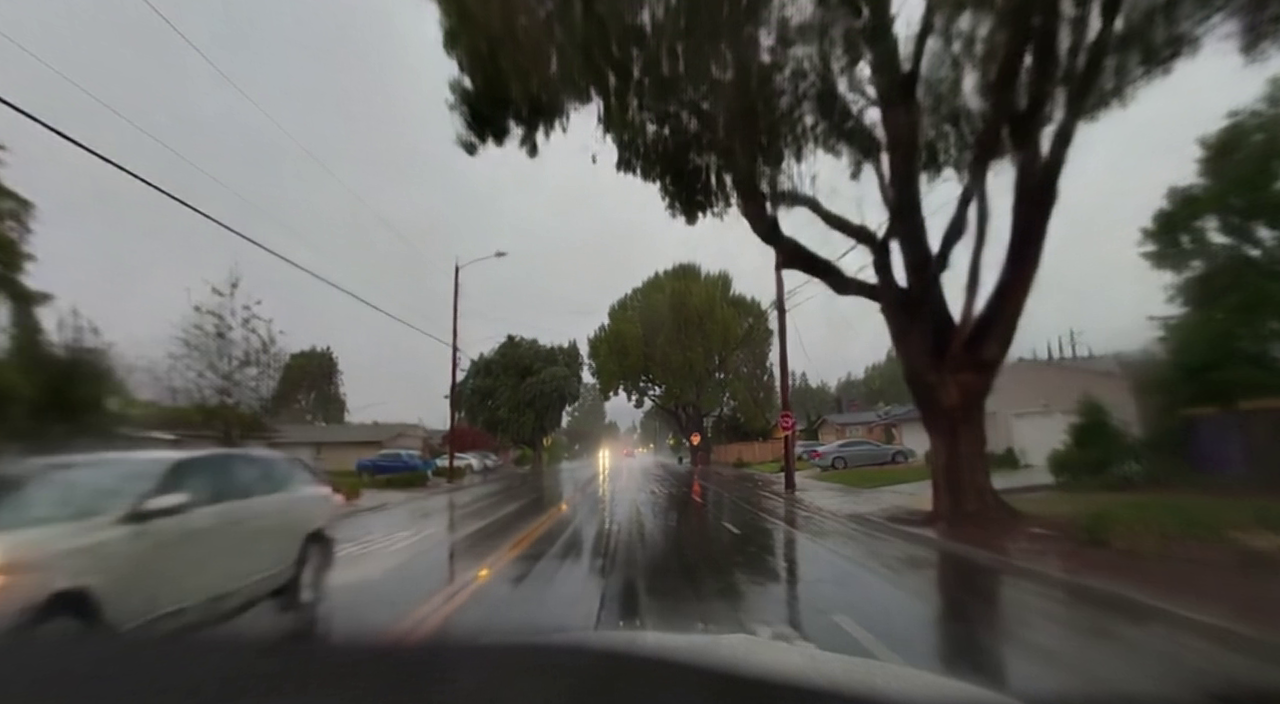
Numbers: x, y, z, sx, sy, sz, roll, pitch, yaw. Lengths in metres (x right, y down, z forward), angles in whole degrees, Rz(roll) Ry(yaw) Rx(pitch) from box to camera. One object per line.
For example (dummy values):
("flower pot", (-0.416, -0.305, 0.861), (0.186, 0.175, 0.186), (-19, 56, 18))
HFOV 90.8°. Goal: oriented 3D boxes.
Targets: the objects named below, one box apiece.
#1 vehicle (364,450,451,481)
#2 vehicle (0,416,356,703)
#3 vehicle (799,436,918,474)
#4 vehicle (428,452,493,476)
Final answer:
("vehicle", (-13.119, 6.420, 35.863), (4.207, 1.648, 1.956), (1, -9, -6))
("vehicle", (-3.821, 1.315, 4.273), (1.935, 1.595, 3.972), (0, -9, 0))
("vehicle", (10.509, 4.993, 30.631), (4.908, 1.537, 2.065), (-1, -9, -6))
("vehicle", (-12.515, 7.840, 44.203), (3.927, 1.560, 2.049), (0, -9, -1))
